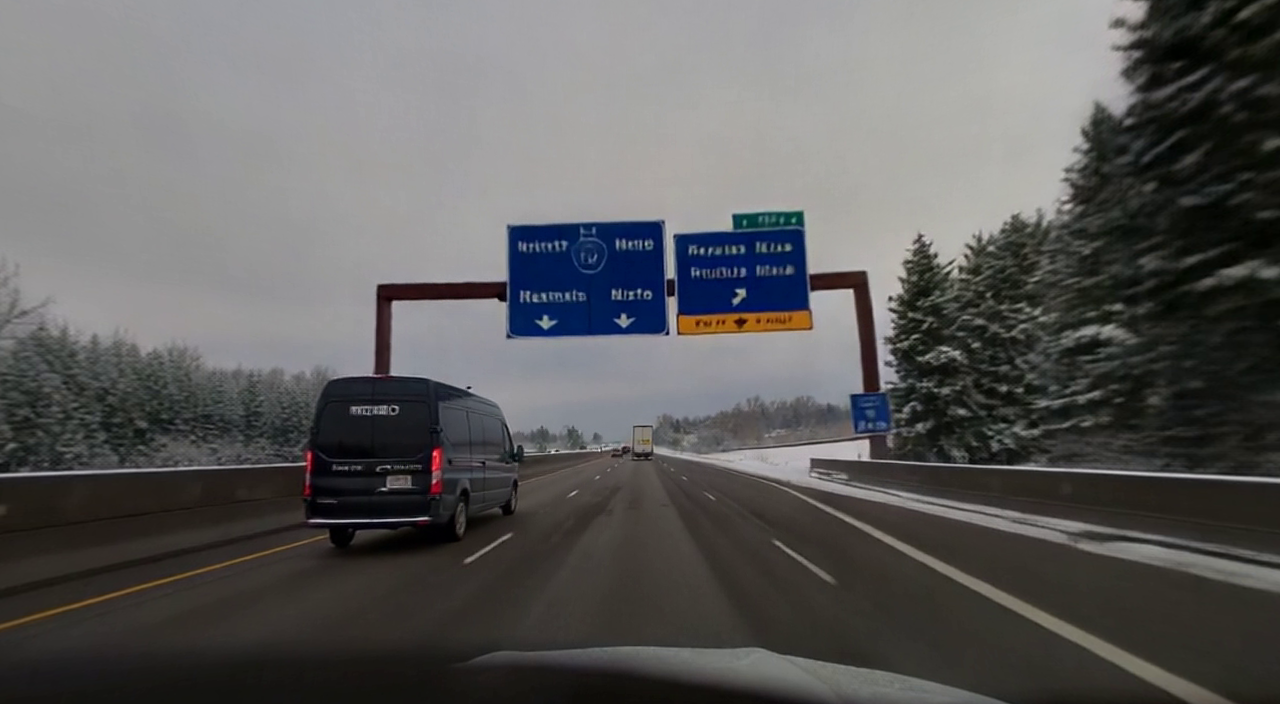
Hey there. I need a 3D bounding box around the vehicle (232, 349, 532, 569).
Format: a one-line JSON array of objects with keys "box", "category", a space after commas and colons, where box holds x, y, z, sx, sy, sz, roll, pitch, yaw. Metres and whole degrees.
[{"box": [-3.688, 1.801, 11.130, 2.320, 2.636, 7.021, 0, -9, 0], "category": "vehicle"}]
